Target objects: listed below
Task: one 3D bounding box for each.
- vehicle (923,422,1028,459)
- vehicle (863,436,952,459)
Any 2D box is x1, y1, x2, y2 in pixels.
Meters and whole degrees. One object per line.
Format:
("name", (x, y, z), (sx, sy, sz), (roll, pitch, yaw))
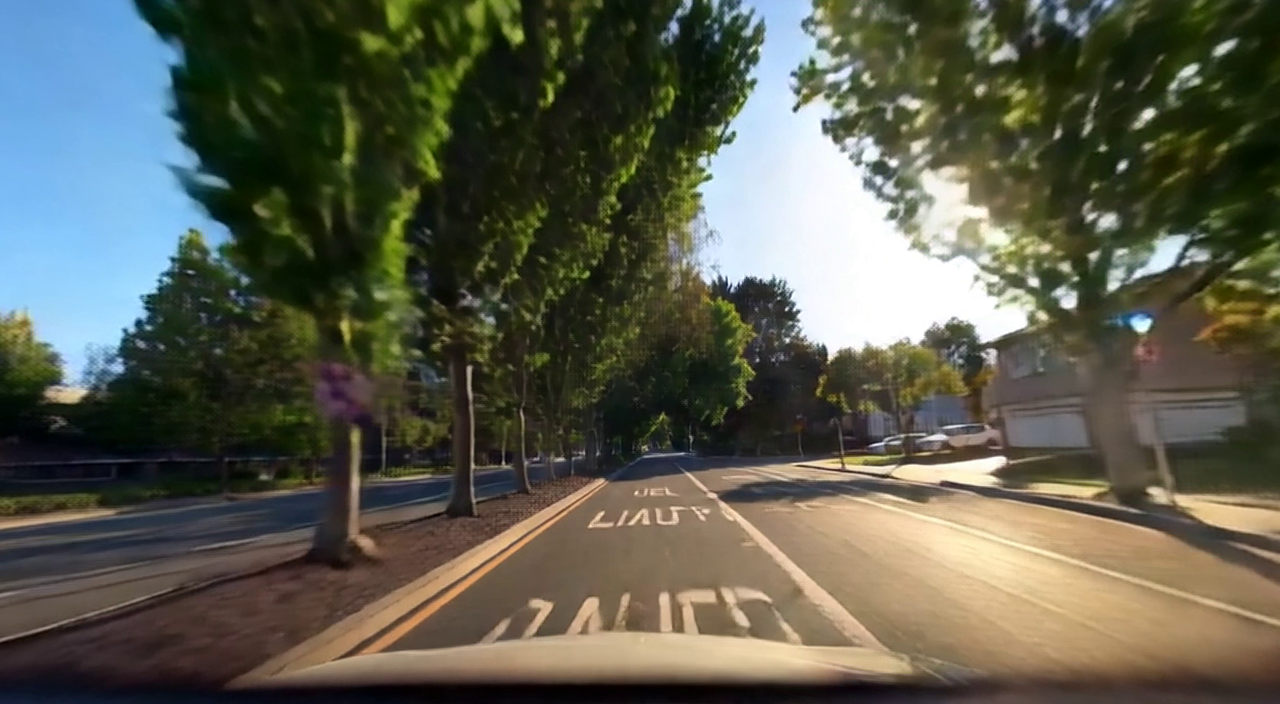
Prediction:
("vehicle", (18.617, 4.931, 35.009), (4.611, 1.920, 2.043), (0, -8, -2))
("vehicle", (18.244, 6.542, 42.935), (5.126, 1.469, 2.009), (-1, -8, 0))
